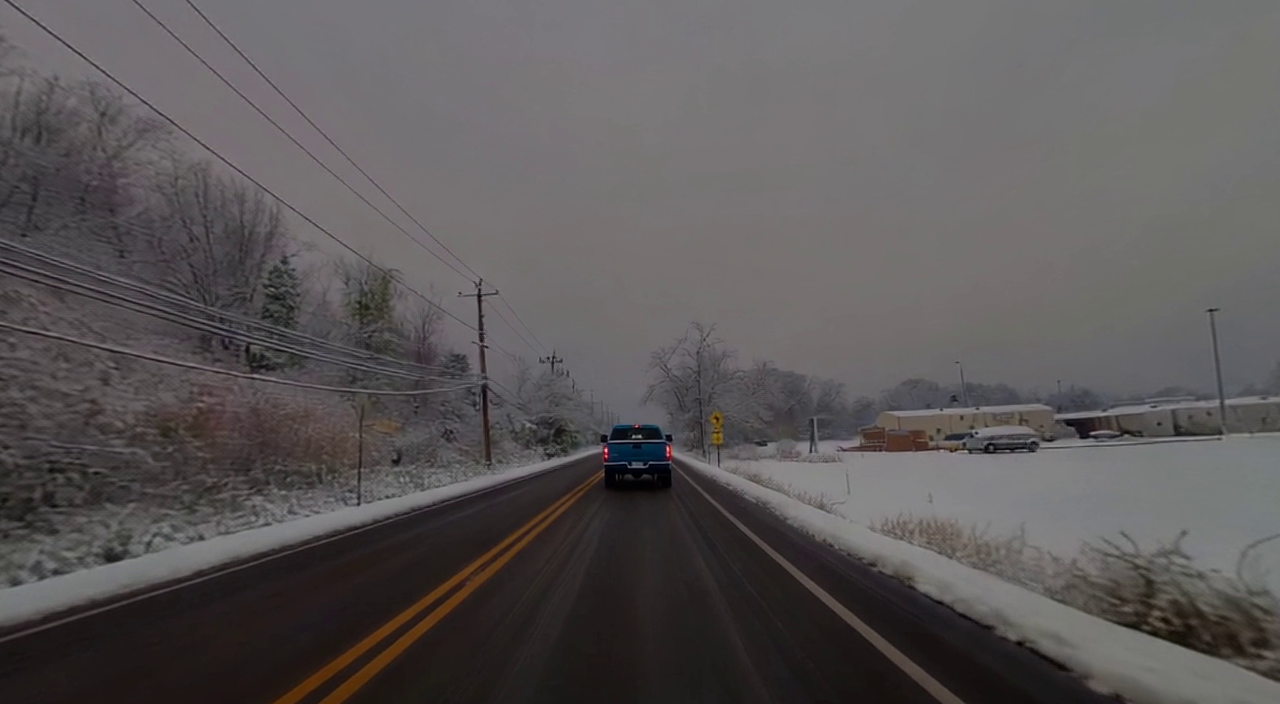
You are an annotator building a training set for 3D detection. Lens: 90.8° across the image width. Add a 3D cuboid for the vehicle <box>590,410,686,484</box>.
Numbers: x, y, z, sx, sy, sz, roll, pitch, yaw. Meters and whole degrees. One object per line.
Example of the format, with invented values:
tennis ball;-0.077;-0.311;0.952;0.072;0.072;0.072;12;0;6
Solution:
vehicle;-0.098;3.569;23.870;3.021;2.326;7.410;0;-8;-1
